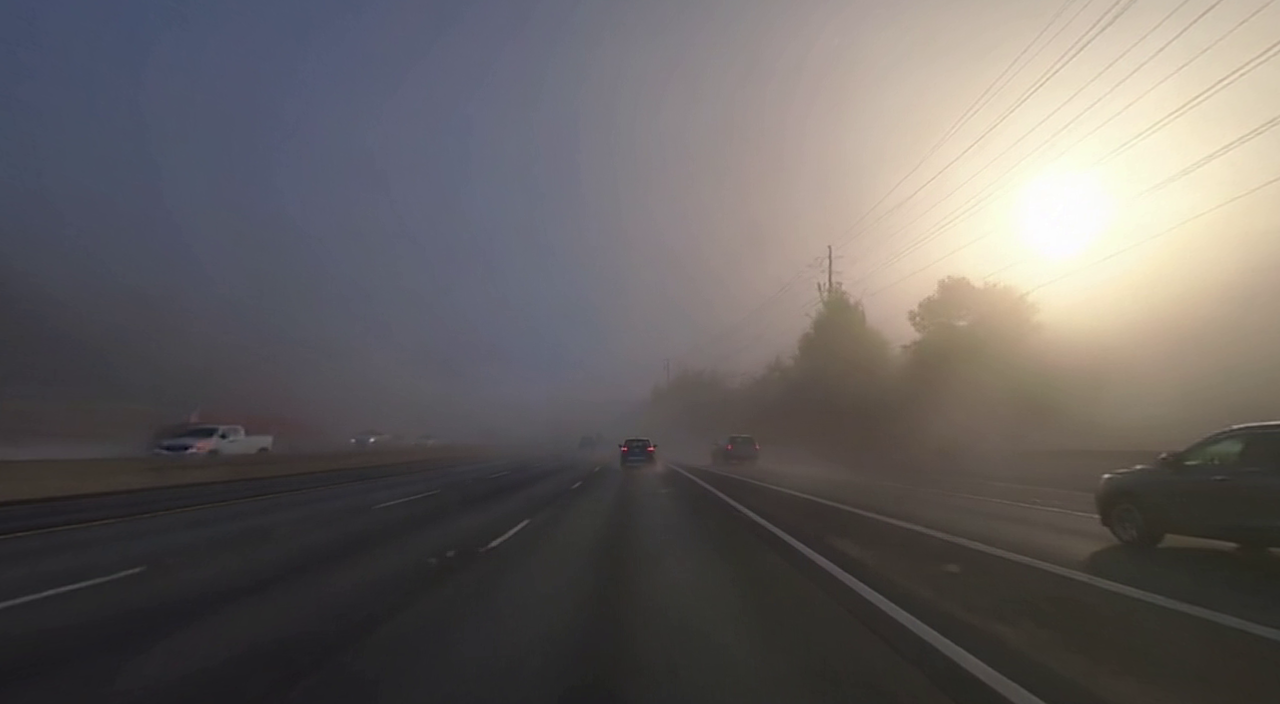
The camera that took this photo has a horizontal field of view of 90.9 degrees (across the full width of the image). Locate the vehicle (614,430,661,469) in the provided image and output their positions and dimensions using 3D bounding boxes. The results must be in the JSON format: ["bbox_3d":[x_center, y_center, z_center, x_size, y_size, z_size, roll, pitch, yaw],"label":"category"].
[{"bbox_3d":[-0.177,4.817,31.345,2.192,1.769,4.287,0,-8,-2],"label":"vehicle"}]

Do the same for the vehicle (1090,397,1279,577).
[{"bbox_3d":[7.249,1.298,6.089,2.102,1.723,4.745,0,-8,-3],"label":"vehicle"}]

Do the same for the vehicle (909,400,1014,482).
[{"bbox_3d":[11.595,3.222,22.989,2.162,2.775,2.707,0,-8,-3],"label":"vehicle"}]

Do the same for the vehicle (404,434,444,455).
[{"bbox_3d":[-16.849,7.274,49.386,1.838,1.551,4.182,0,-8,-2],"label":"vehicle"}]

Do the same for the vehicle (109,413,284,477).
[{"bbox_3d":[-16.216,3.485,23.647,2.339,2.062,5.804,0,-8,0],"label":"vehicle"}]

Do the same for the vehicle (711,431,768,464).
[{"bbox_3d":[5.468,5.337,35.419,2.099,1.720,4.829,0,-8,-4],"label":"vehicle"}]

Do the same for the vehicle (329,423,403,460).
[{"bbox_3d":[-16.662,5.481,38.716,2.208,2.085,5.448,0,-8,-1],"label":"vehicle"}]

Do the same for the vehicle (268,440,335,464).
[{"bbox_3d":[-20.528,6.077,38.476,1.858,1.414,4.389,1,-8,-3],"label":"vehicle"}]
